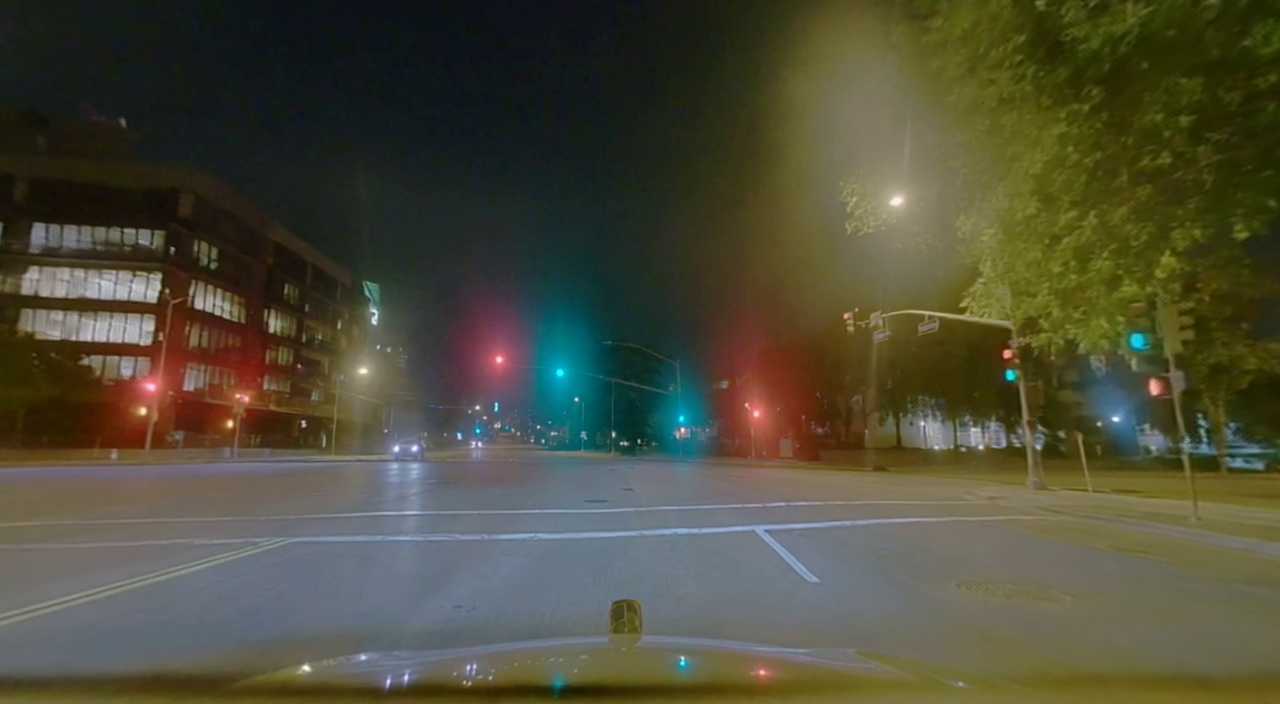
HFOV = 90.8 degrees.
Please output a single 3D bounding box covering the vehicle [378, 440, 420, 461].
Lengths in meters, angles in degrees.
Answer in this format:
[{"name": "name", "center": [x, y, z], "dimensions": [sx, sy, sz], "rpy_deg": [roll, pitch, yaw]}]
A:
[{"name": "vehicle", "center": [-17.420, 7.137, 45.868], "dimensions": [1.969, 1.464, 4.485], "rpy_deg": [1, -9, -10]}]
